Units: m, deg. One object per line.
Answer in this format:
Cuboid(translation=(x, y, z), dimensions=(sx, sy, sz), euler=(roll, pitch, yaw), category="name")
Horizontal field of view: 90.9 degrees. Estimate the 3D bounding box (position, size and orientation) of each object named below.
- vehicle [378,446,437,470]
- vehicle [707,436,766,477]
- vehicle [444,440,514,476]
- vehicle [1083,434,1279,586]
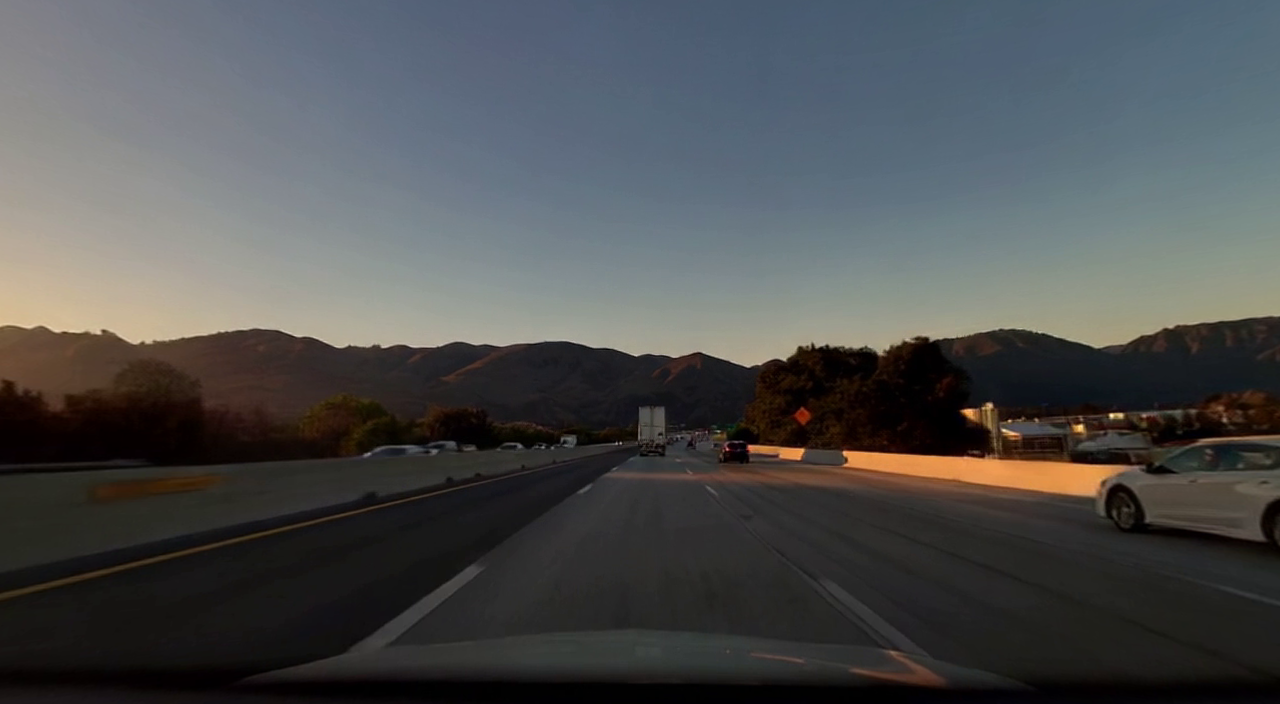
Cuboid(translation=(-15.379, 6.995, 41.933), dimensions=(1.974, 1.501, 4.698), euler=(-1, -8, 2), category="vehicle")
Cuboid(translation=(4.066, 4.468, 27.161), dimensions=(1.880, 1.624, 3.941), euler=(0, -8, 0), category="vehicle")
Cuboid(translation=(-7.372, 4.911, 29.333), dimensions=(1.974, 1.488, 4.325), euler=(-1, -9, 2), category="vehicle")
Cuboid(translation=(7.117, 1.581, 6.552), dimensions=(1.982, 1.440, 4.171), euler=(0, -8, 1), category="vehicle")
